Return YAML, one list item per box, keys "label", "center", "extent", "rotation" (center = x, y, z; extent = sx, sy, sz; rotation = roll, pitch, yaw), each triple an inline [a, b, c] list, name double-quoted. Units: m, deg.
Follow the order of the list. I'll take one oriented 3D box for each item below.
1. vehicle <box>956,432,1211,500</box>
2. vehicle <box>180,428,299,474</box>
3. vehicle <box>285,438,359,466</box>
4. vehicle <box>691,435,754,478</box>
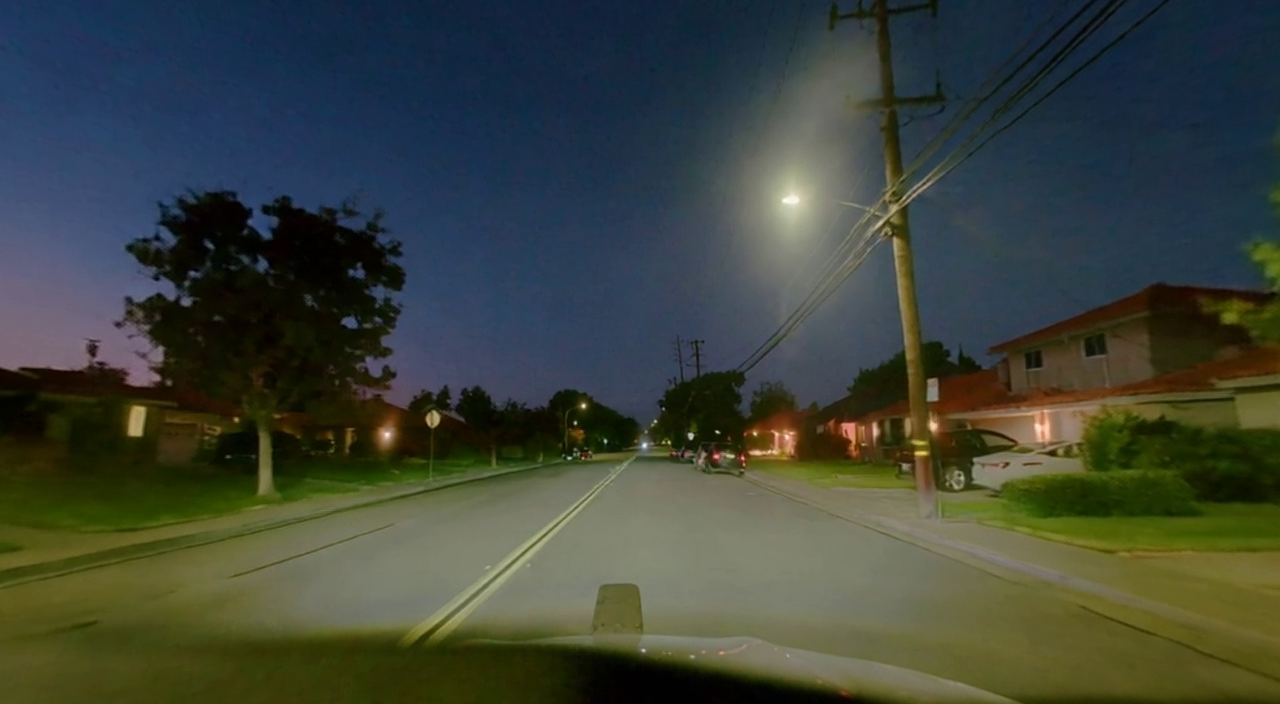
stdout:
- label: "vehicle"
  center: [10.546, 2.730, 15.333]
  extent: [4.625, 1.501, 2.011]
  rotation: [0, -8, 1]
- label: "vehicle"
  center: [-17.608, 4.386, 28.166]
  extent: [2.034, 1.829, 5.161]
  rotation: [0, -9, -1]
- label: "vehicle"
  center: [-21.181, 6.694, 42.413]
  extent: [2.139, 1.746, 5.099]
  rotation: [-1, -9, 3]
- label: "vehicle"
  center: [3.889, 5.048, 30.814]
  extent: [2.114, 1.858, 5.144]
  rotation: [0, -8, -3]
